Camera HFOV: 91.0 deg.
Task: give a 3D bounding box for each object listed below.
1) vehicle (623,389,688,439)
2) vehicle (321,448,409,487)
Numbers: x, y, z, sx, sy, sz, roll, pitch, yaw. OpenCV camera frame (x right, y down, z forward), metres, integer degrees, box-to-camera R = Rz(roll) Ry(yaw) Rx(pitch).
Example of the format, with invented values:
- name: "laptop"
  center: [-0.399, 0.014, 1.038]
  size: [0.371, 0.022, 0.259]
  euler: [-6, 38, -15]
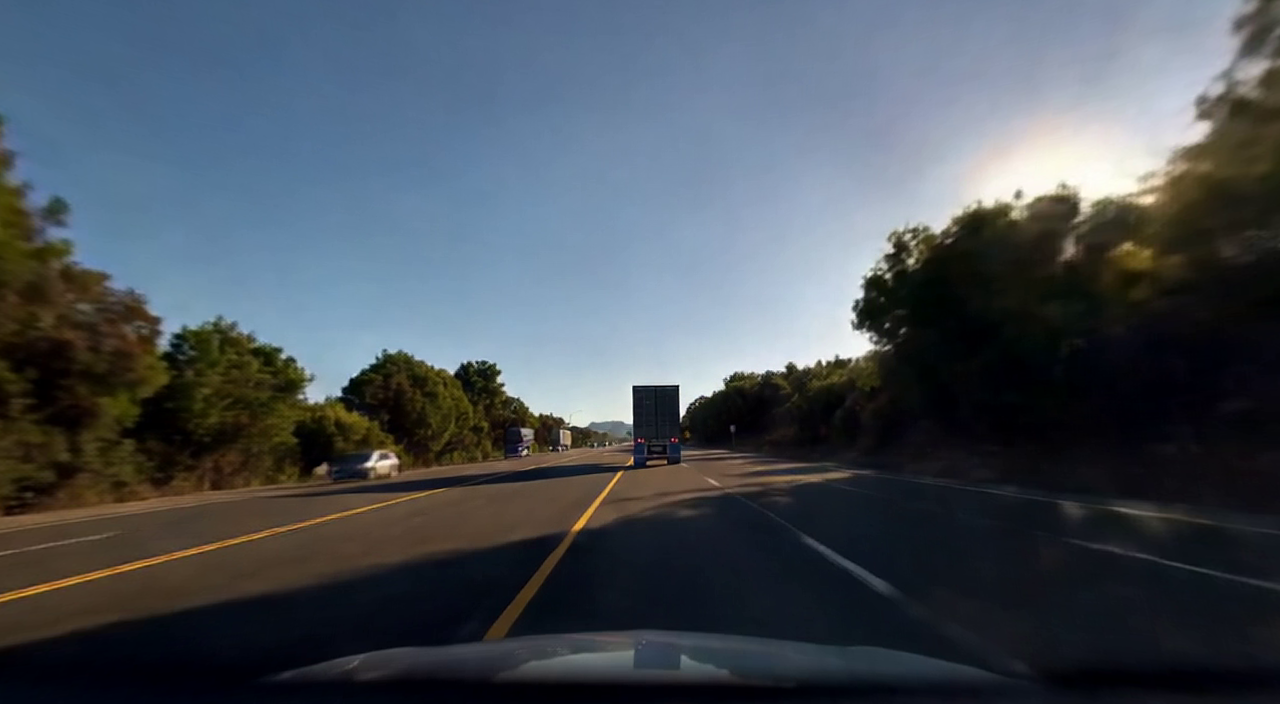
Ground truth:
- name: "vehicle"
  center: [0.582, 2.715, 26.737]
  size: [2.509, 1.890, 4.732]
  euler: [0, -8, 0]
- name: "vehicle"
  center: [-11.810, 4.945, 27.337]
  size: [1.761, 1.520, 4.276]
  euler: [0, -8, 2]
